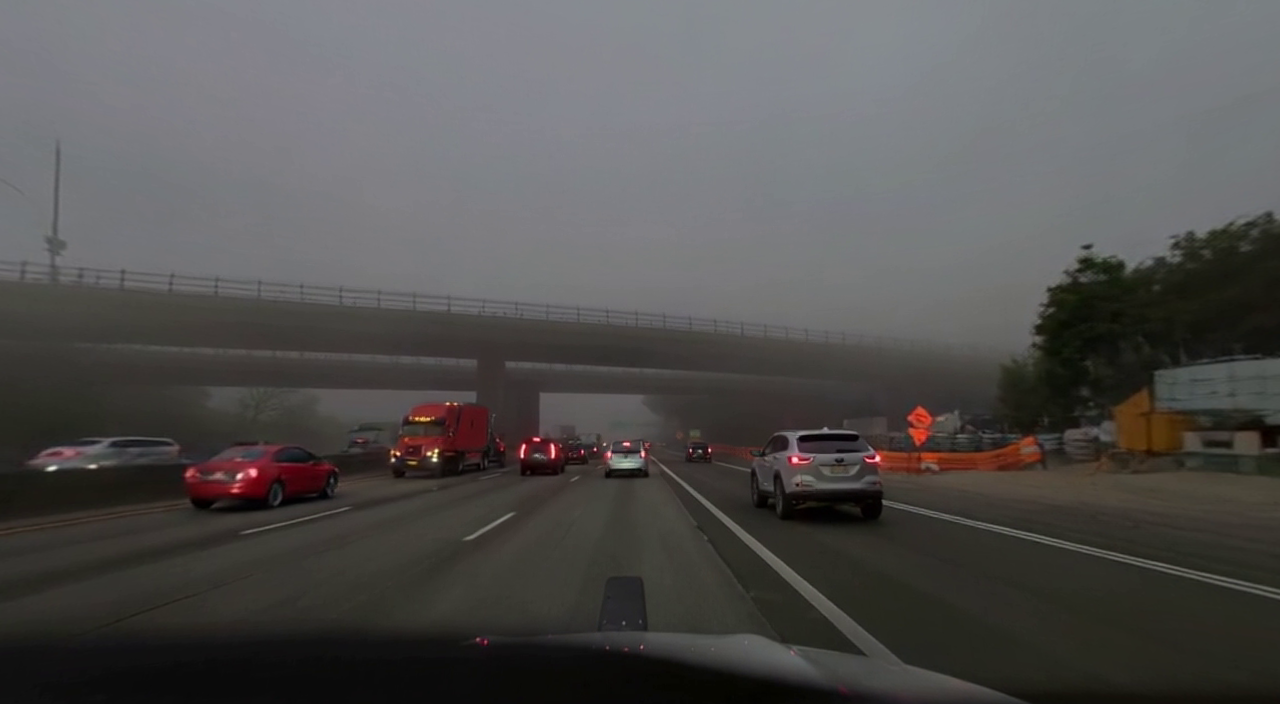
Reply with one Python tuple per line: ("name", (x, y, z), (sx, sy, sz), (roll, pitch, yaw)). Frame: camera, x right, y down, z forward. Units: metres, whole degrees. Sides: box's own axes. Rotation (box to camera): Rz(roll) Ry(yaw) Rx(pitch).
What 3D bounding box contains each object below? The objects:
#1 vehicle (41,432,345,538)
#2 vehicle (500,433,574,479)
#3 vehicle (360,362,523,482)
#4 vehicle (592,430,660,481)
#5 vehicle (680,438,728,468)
("vehicle", (-7.486, 2.244, 11.390), (1.948, 1.494, 4.749), (0, -8, 1))
("vehicle", (-3.985, 4.114, 25.157), (2.124, 1.639, 4.344), (0, -8, 2))
("vehicle", (-7.452, 3.041, 25.914), (2.959, 3.886, 10.574), (-1, -8, 2))
("vehicle", (-0.470, 3.795, 23.343), (2.270, 1.696, 4.061), (0, -8, 0))
("vehicle", (3.296, 5.322, 33.264), (2.003, 1.465, 4.092), (0, -8, -1))
